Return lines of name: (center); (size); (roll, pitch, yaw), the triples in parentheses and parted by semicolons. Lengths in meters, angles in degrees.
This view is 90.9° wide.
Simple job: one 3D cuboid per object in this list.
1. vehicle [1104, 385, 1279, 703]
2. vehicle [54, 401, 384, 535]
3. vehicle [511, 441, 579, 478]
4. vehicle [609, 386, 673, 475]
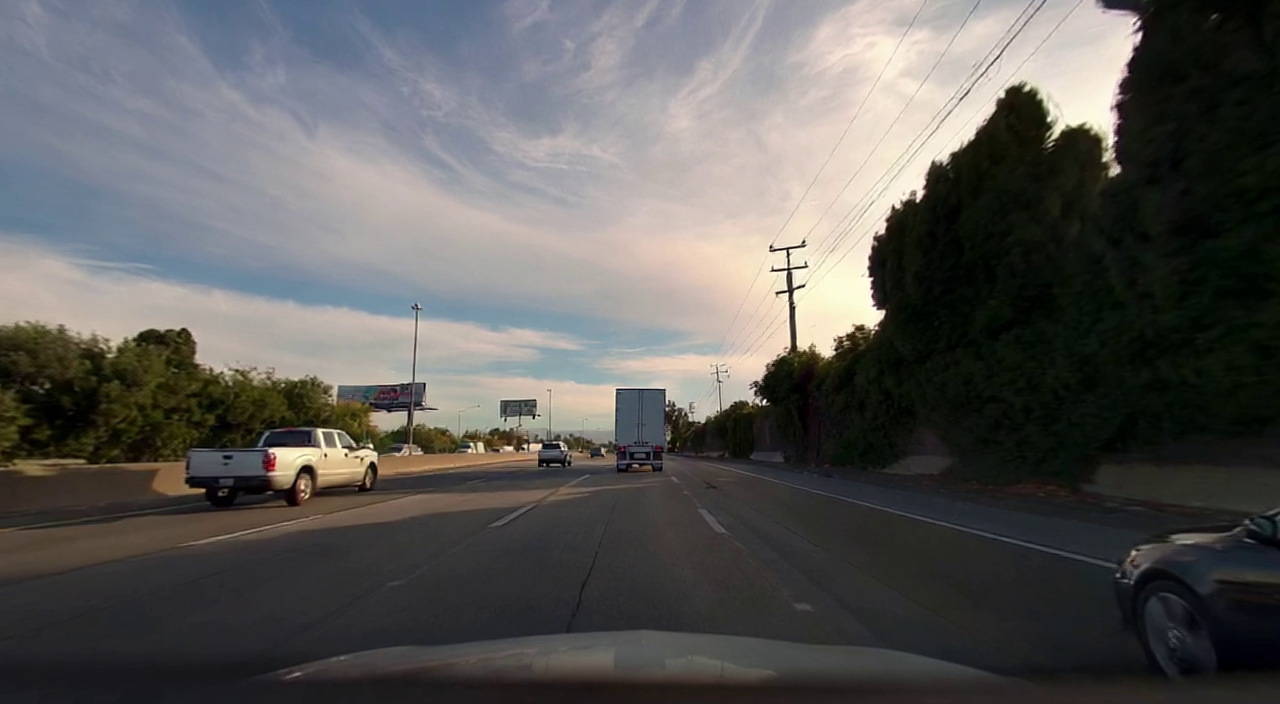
vehicle: (3.452, 0.637, 0.634); (2.118, 1.525, 5.138); (0, -8, 1)
vehicle: (-7.297, 2.105, 12.099); (2.263, 1.936, 5.802); (0, -8, 1)
vehicle: (-4.046, 4.680, 27.779); (2.138, 1.469, 4.677); (0, -8, 2)
vehicle: (0.080, 4.358, 34.149); (2.879, 4.027, 11.243); (0, -8, 0)
